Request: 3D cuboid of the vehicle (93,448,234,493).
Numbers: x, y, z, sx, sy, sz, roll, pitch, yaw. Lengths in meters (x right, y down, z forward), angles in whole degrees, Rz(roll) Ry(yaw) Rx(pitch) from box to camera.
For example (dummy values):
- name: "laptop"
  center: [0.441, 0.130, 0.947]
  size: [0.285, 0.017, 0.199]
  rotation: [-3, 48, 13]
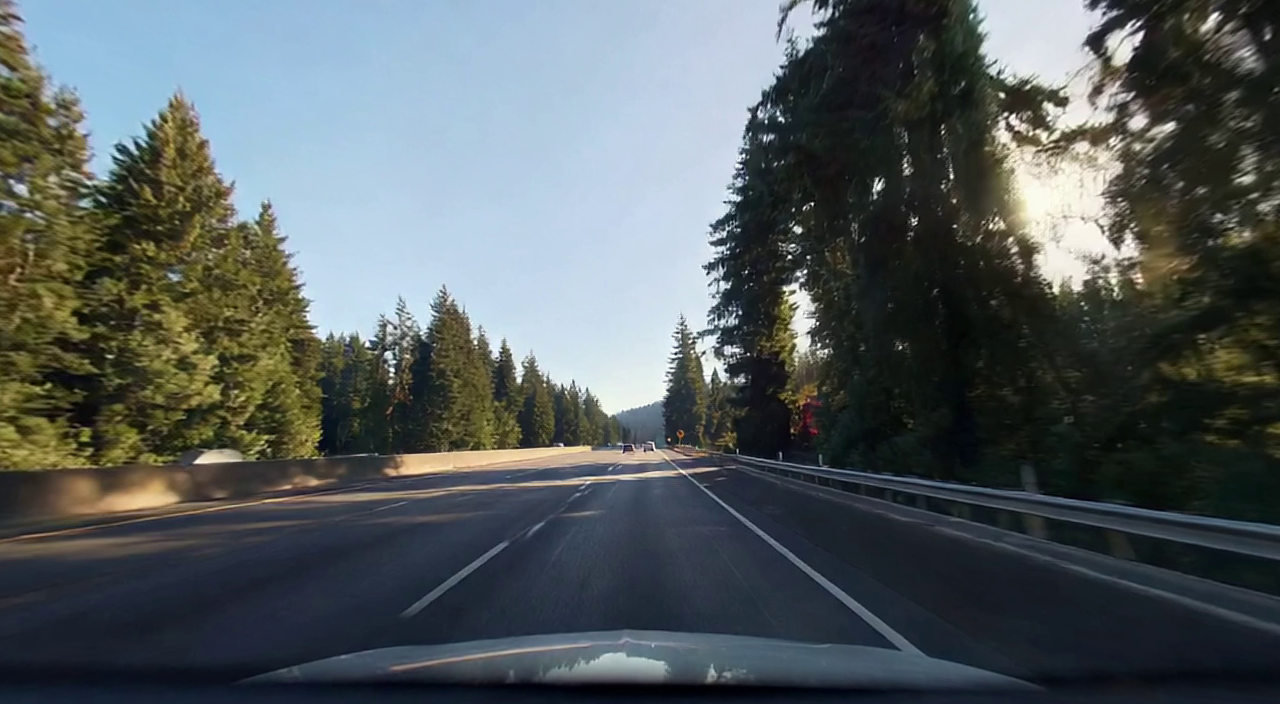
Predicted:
- name: "vehicle"
  center: [-17.026, 4.220, 22.836]
  size: [1.787, 1.420, 4.130]
  rotation: [0, -8, 1]
